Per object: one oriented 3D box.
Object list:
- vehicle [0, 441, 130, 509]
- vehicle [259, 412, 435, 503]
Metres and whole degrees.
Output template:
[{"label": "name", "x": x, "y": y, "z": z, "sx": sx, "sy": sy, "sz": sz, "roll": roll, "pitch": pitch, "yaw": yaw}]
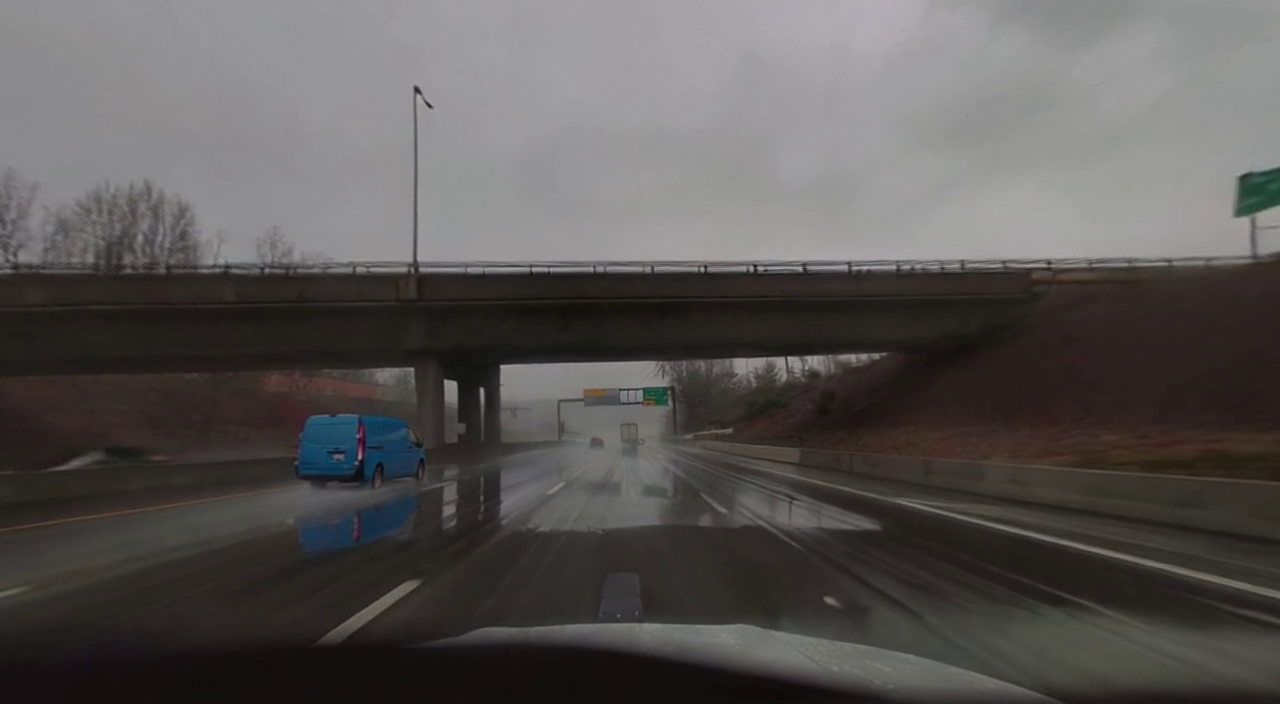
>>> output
[{"label": "vehicle", "x": -15.886, "y": 3.087, "z": 16.210, "sx": 1.883, "sy": 1.535, "sz": 4.353, "roll": 0, "pitch": -8, "yaw": -1}, {"label": "vehicle", "x": -7.412, "y": 2.715, "z": 16.725, "sx": 2.150, "sy": 1.996, "sz": 5.341, "roll": 0, "pitch": -8, "yaw": -1}]
